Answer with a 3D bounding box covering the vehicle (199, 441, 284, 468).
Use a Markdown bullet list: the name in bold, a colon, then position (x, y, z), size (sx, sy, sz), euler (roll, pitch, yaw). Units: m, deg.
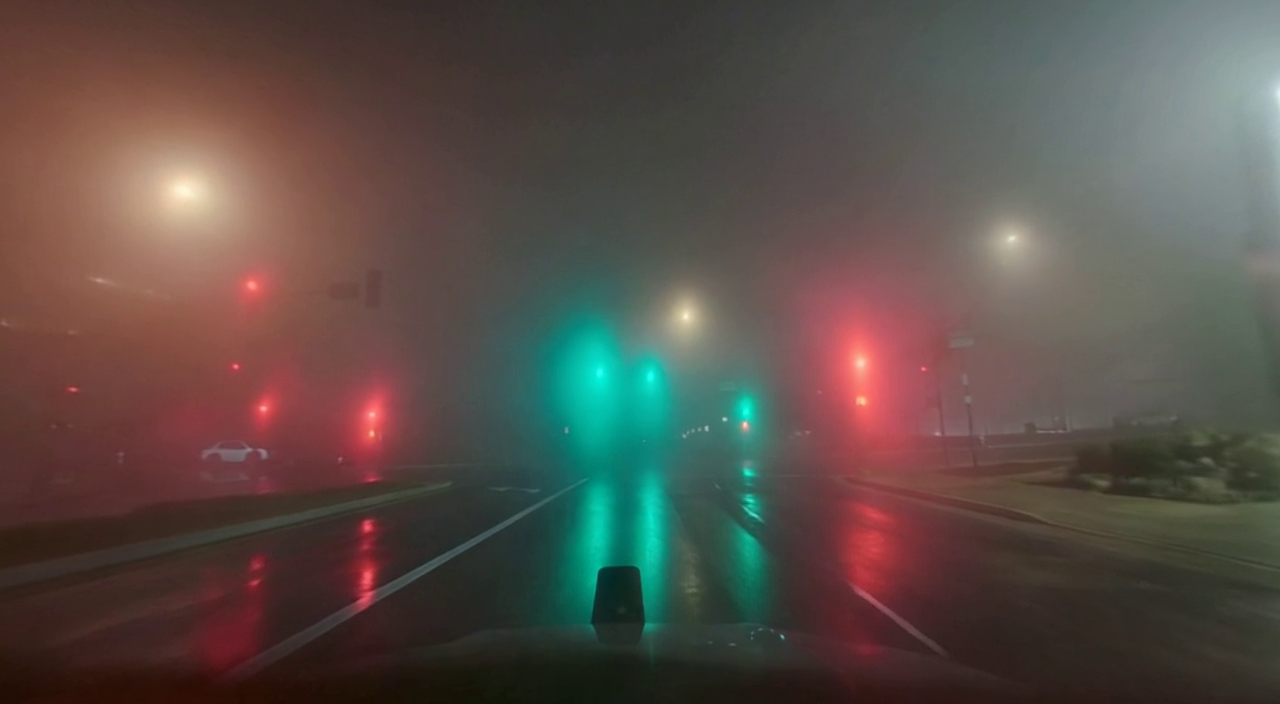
- **vehicle**: position (-27.947, 7.177, 44.295), size (4.603, 1.666, 1.972), euler (-2, -7, -5)
